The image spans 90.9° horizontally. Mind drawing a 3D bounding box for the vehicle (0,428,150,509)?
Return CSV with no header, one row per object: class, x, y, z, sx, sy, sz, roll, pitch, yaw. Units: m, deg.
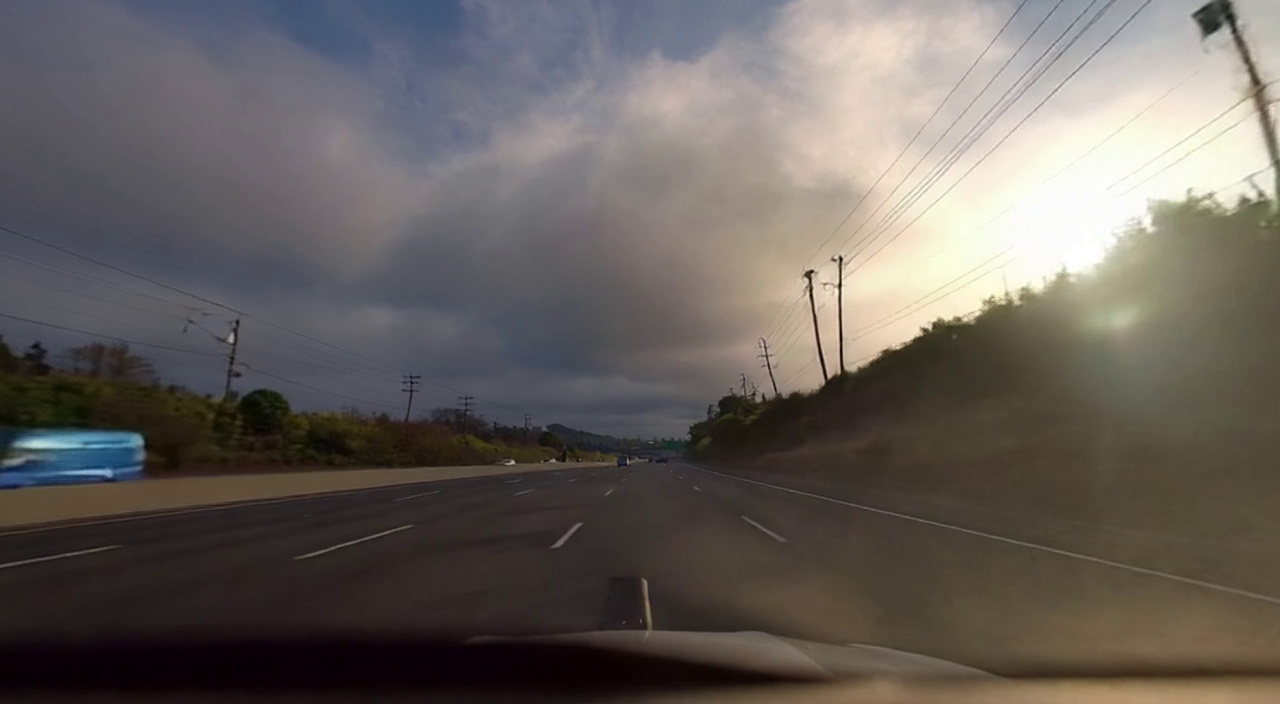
vehicle,-21.825,4.242,23.429,2.253,2.596,5.946,-1,-9,1
